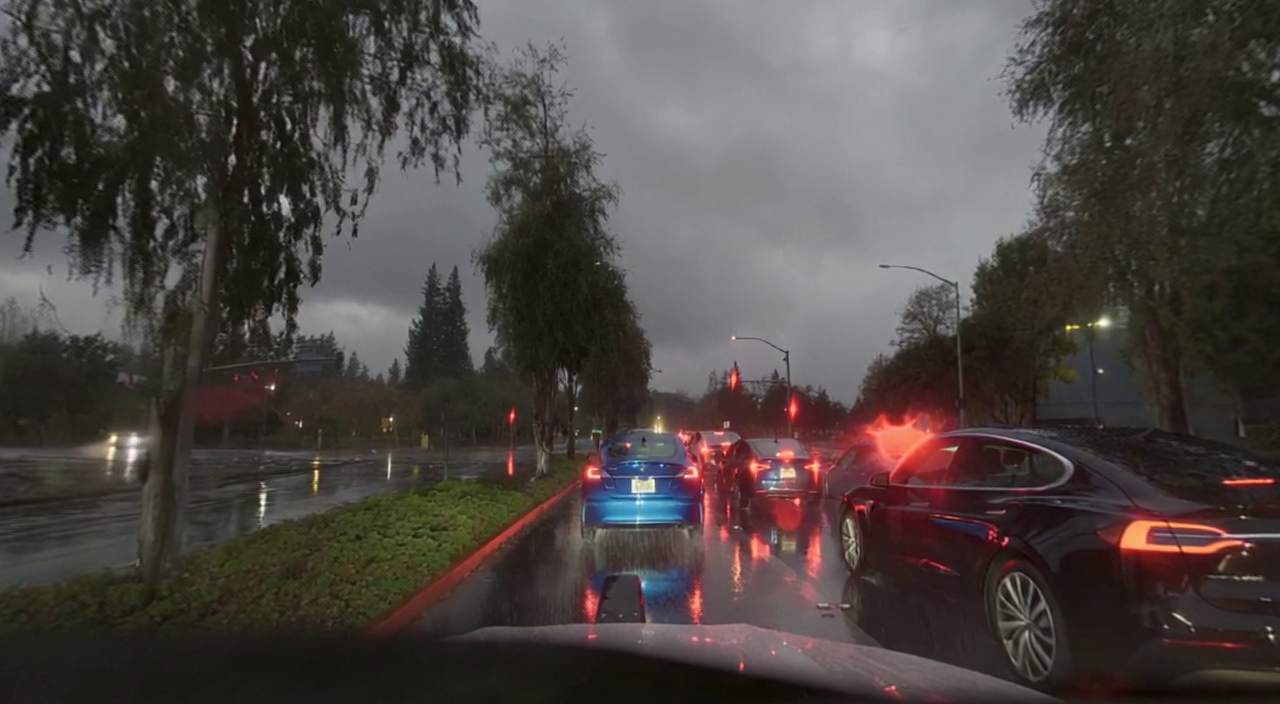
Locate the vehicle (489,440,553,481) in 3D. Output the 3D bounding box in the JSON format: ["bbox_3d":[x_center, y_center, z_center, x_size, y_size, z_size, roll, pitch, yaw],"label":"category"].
[{"bbox_3d":[-4.638,4.289,25.248,1.972,1.457,4.171,0,-8,-4],"label":"vehicle"}]

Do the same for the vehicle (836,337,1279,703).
[{"bbox_3d":[3.180,1.105,4.297,2.167,1.676,4.443,0,-8,-1],"label":"vehicle"}]

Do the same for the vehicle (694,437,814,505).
[{"bbox_3d":[2.692,2.933,16.029,2.058,1.466,4.208,0,-8,-3],"label":"vehicle"}]

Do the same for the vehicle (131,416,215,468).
[{"bbox_3d":[-29.251,5.627,39.700,2.608,2.990,3.026,2,-8,3],"label":"vehicle"}]

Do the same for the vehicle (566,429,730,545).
[{"bbox_3d":[0.025,2.084,10.460,2.147,1.499,4.240,0,-8,-2],"label":"vehicle"}]
